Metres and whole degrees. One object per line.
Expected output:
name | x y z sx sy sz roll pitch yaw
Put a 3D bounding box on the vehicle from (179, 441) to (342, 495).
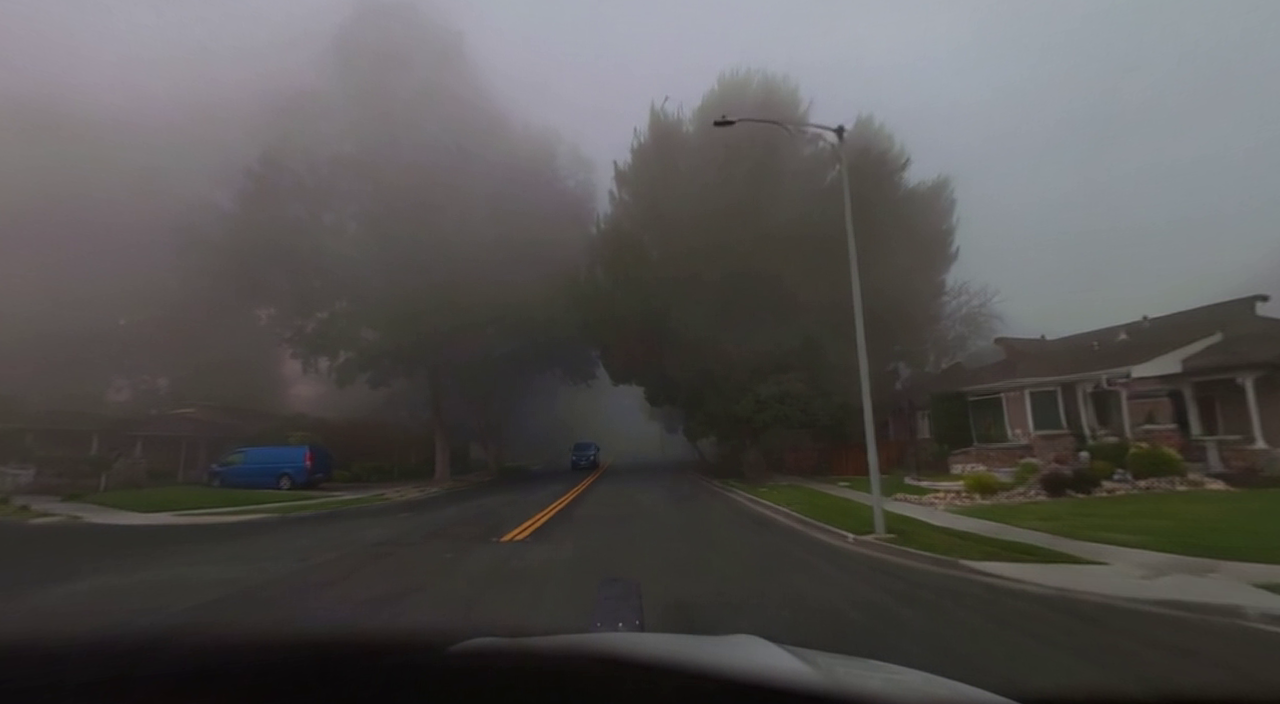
vehicle | -14.440 4.372 24.357 2.145 1.839 4.837 -6 -10 33
